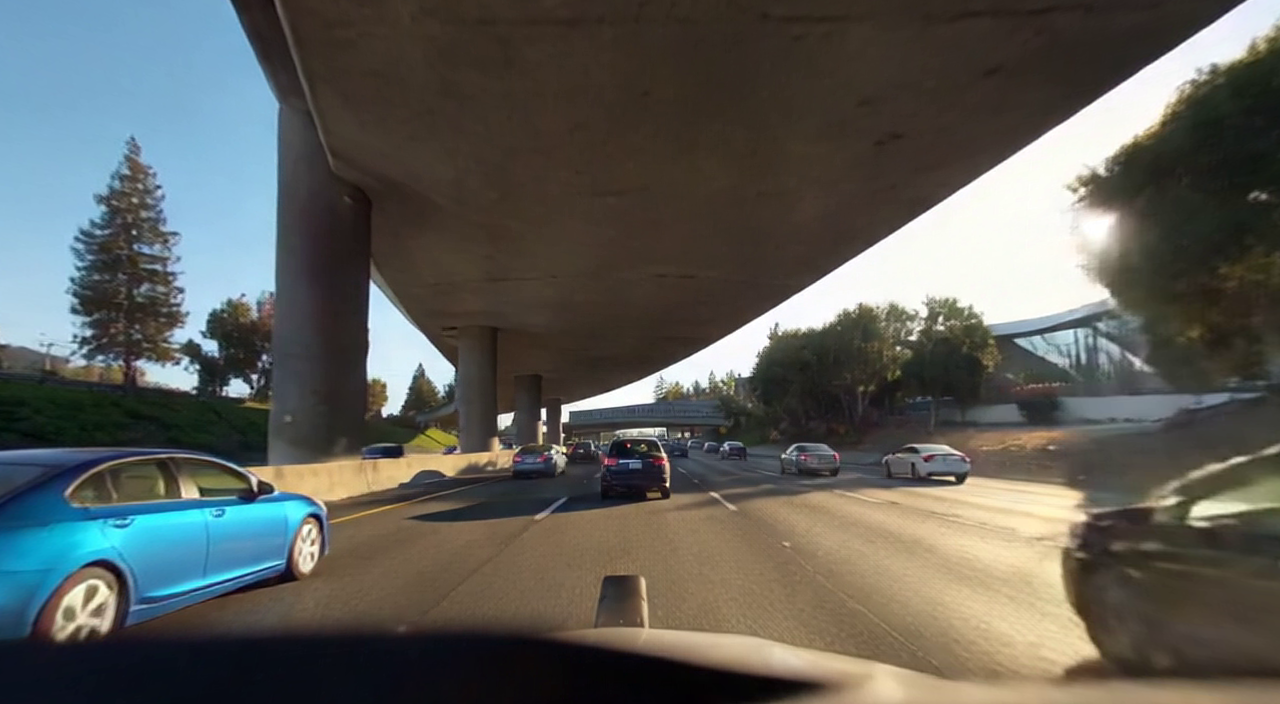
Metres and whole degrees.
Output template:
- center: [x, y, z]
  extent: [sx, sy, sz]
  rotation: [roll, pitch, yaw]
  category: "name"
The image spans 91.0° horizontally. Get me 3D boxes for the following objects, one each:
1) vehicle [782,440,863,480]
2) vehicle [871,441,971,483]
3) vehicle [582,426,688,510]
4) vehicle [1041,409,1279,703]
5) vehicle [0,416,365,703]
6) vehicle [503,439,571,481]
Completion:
- center: [7.597, 4.544, 26.699]
  extent: [2.049, 1.521, 4.604]
  rotation: [0, -9, 0]
  category: "vehicle"
- center: [11.258, 4.410, 25.612]
  extent: [2.008, 1.516, 4.385]
  rotation: [0, -9, 0]
  category: "vehicle"
- center: [-0.071, 2.705, 15.048]
  extent: [2.181, 1.697, 4.021]
  rotation: [0, -9, 1]
  category: "vehicle"
- center: [3.899, 0.918, 2.170]
  extent: [2.031, 1.492, 4.577]
  rotation: [0, -9, 0]
  category: "vehicle"
- center: [-4.310, 1.375, 5.276]
  extent: [1.974, 1.478, 4.412]
  rotation: [0, -9, 0]
  category: "vehicle"
- center: [-4.014, 4.306, 25.309]
  extent: [1.947, 1.516, 4.295]
  rotation: [0, -9, 1]
  category: "vehicle"
